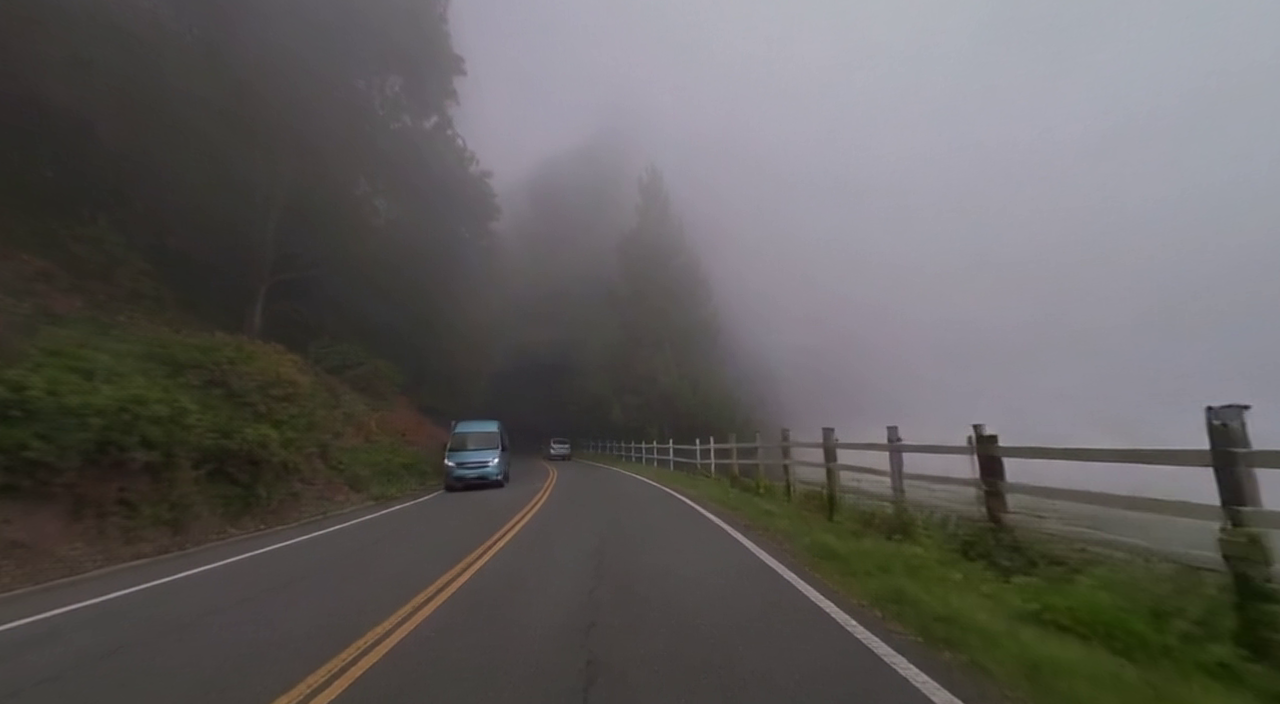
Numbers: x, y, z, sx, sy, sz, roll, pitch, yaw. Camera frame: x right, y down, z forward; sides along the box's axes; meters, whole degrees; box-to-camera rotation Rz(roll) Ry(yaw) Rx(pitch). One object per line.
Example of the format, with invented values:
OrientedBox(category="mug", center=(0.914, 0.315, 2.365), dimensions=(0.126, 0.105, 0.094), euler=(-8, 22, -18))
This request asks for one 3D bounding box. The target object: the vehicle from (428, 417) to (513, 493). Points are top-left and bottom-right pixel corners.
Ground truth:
OrientedBox(category="vehicle", center=(-6.145, 3.796, 23.595), dimensions=(2.373, 2.488, 5.160), euler=(1, -9, -8))
